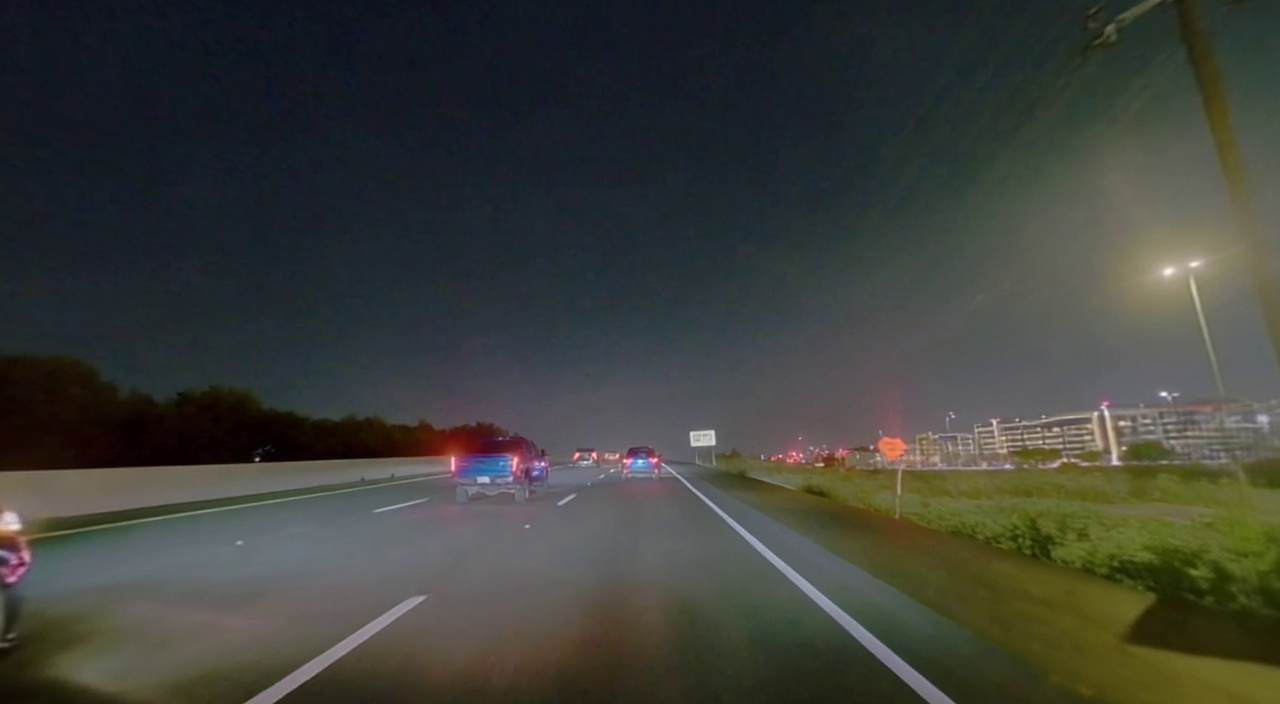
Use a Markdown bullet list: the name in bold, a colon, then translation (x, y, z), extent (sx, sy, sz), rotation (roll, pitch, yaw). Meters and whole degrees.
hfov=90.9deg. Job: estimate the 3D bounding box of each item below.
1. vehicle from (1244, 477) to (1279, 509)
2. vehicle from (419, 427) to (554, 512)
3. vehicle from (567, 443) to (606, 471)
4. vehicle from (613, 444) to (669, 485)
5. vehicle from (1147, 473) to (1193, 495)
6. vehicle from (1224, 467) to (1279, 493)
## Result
- **vehicle**: translation (36.637, 8.135, 36.536), extent (1.844, 1.467, 4.653), rotation (-7, -11, 38)
- **vehicle**: translation (-3.603, 2.861, 15.863), extent (2.133, 1.789, 4.518), rotation (-1, -8, 2)
- **vehicle**: translation (-3.439, 6.785, 41.014), extent (1.993, 1.717, 4.321), rotation (-1, -8, 2)
- **vehicle**: translation (0.020, 4.376, 24.866), extent (2.047, 1.473, 3.978), rotation (0, -8, 0)
- **vehicle**: translation (39.783, 9.851, 47.283), extent (4.203, 1.418, 1.942), rotation (8, -12, -42)
- **vehicle**: translation (47.684, 9.906, 48.934), extent (4.590, 1.756, 2.059), rotation (5, -10, -30)
